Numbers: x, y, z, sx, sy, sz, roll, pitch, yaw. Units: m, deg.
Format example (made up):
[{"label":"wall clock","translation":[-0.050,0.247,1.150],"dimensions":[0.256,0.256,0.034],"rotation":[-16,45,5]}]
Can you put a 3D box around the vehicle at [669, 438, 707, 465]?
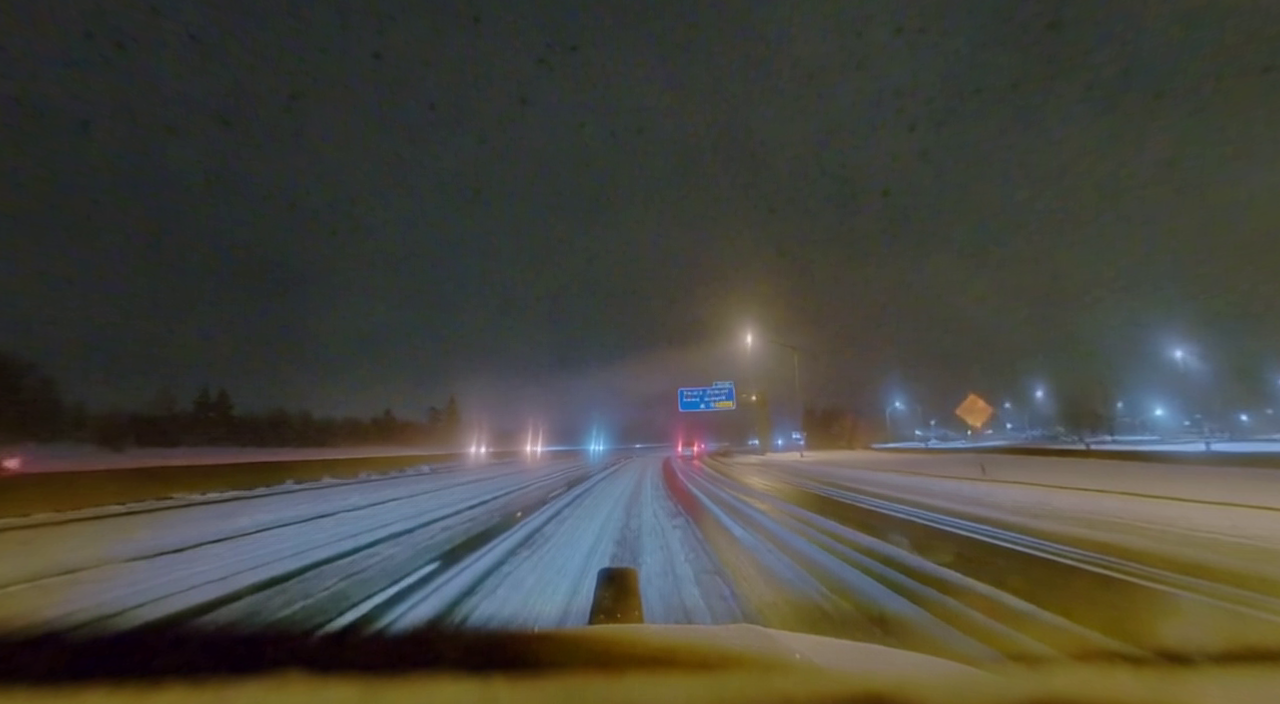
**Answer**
[{"label":"vehicle","translation":[3.231,6.828,43.447],"dimensions":[2.224,1.738,4.376],"rotation":[0,-8,0]}]
